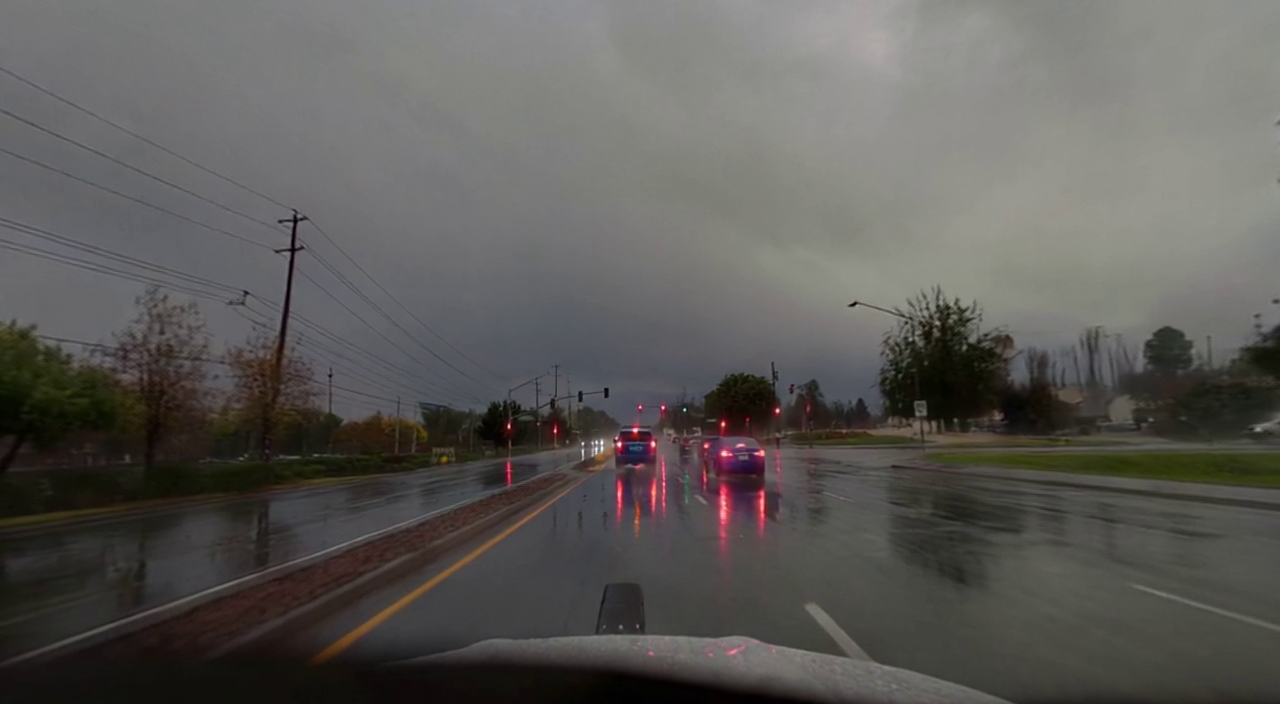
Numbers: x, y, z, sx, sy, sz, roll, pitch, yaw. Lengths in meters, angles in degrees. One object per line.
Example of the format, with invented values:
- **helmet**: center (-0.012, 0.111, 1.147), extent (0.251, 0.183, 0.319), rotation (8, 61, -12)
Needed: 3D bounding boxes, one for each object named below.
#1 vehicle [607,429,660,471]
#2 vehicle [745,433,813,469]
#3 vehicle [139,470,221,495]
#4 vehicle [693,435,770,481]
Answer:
- **vehicle**: center (-0.325, 4.602, 29.684), extent (2.300, 1.821, 4.254), rotation (0, -9, -1)
- **vehicle**: center (6.774, 4.886, 31.286), extent (2.198, 1.678, 4.419), rotation (0, -9, -2)
- **vehicle**: center (-33.465, 9.513, 46.029), extent (4.224, 1.614, 2.123), rotation (0, -9, -3)
- **vehicle**: center (3.159, 3.780, 22.784), extent (1.984, 1.462, 4.513), rotation (0, -9, -1)
